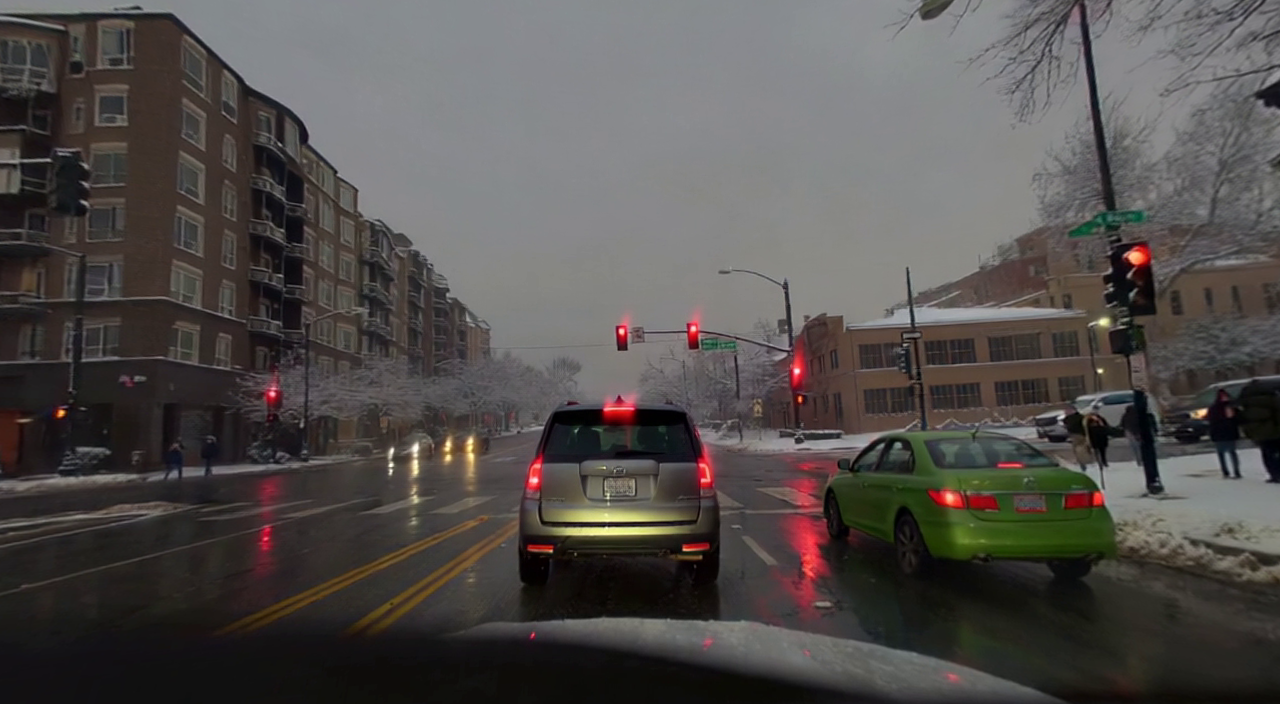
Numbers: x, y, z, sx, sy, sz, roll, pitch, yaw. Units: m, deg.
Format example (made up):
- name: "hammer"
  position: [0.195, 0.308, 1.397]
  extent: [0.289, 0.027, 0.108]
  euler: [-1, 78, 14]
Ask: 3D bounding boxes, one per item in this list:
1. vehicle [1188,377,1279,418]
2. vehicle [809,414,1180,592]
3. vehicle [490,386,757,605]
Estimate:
- name: "vehicle"
  position: [26.590, 1.972, 27.174]
  extent: [4.287, 1.639, 1.729]
  euler: [0, -8, 1]
- name: "vehicle"
  position: [3.694, 1.650, 7.811]
  extent: [1.987, 1.538, 4.510]
  euler: [0, -8, 0]
- name: "vehicle"
  position: [-0.130, 1.478, 7.295]
  extent: [2.168, 1.776, 4.135]
  euler: [0, -8, 0]
